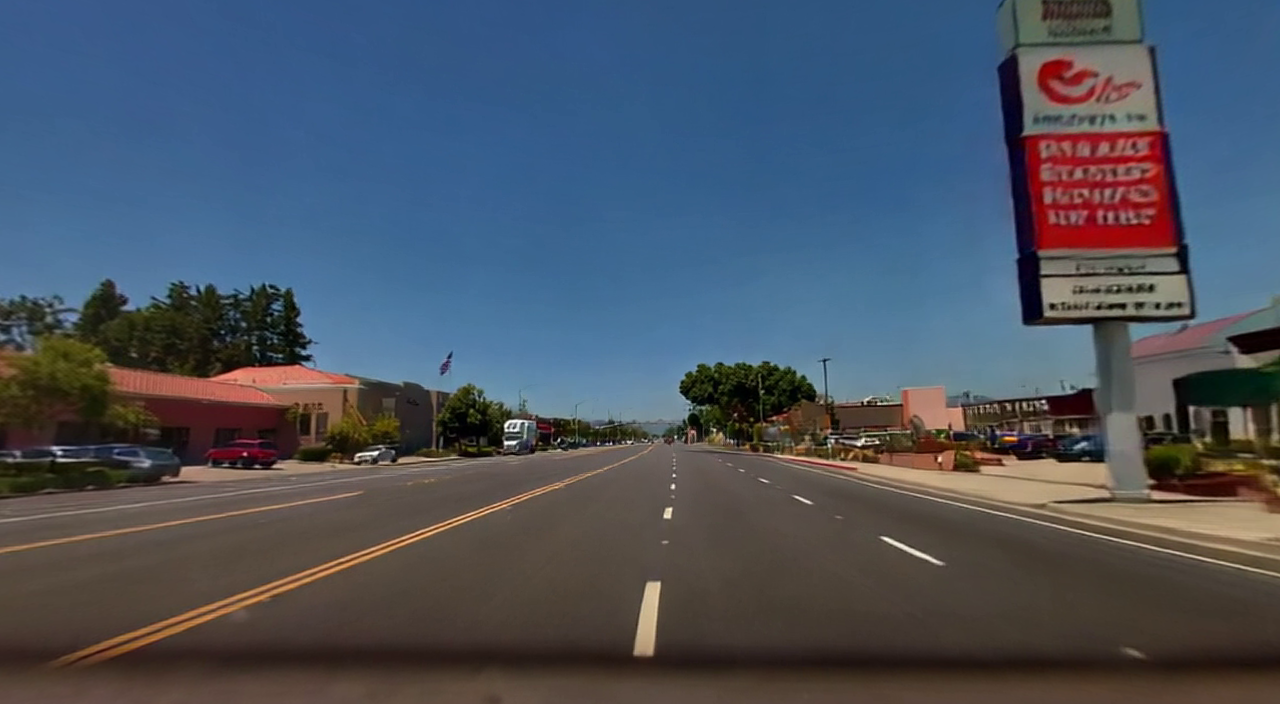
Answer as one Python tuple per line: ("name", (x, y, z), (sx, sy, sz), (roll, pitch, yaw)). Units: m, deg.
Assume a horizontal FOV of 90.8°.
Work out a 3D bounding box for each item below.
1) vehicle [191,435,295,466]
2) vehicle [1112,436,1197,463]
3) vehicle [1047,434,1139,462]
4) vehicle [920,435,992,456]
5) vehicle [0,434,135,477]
("vehicle", (-27.170, 6.753, 43.502), (2.139, 1.987, 5.536), (-5, -10, 32))
("vehicle", (31.228, 5.927, 38.530), (1.825, 1.572, 4.229), (0, -9, 4))
("vehicle", (28.049, 5.978, 39.359), (2.129, 1.652, 5.150), (0, -9, 3))
("vehicle", (22.343, 6.618, 44.761), (4.095, 1.386, 1.784), (0, -8, 1))
("vehicle", (-25.590, 4.585, 28.029), (4.620, 1.801, 2.017), (0, -9, 3))
